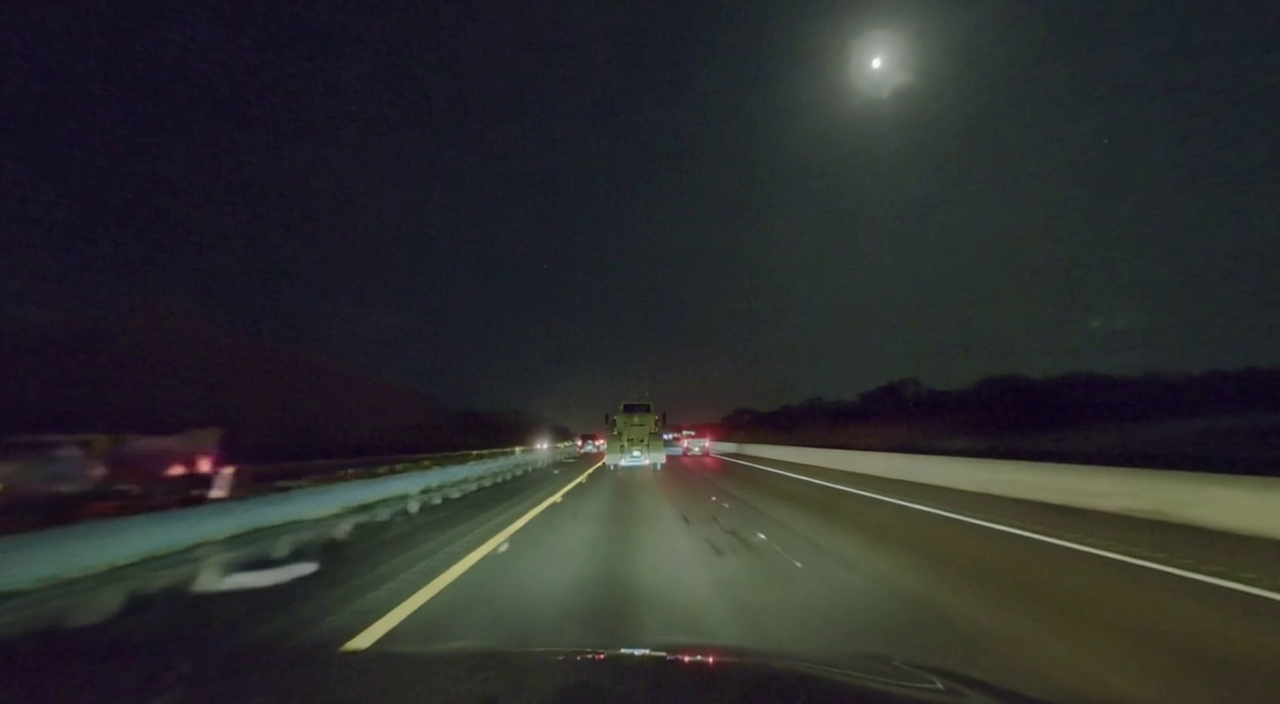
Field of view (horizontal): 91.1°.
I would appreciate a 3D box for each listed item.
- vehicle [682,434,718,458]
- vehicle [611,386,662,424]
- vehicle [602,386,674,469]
[{"bbox_3d":[3.886,6.183,41.652,1.910,1.492,4.324,0,-8,-1],"label":"vehicle"},{"bbox_3d":[-0.180,2.425,28.040,2.112,1.472,4.240,0,-8,-1],"label":"vehicle"},{"bbox_3d":[-0.268,3.991,32.604,2.953,3.406,13.372,0,-7,-2],"label":"vehicle"}]
